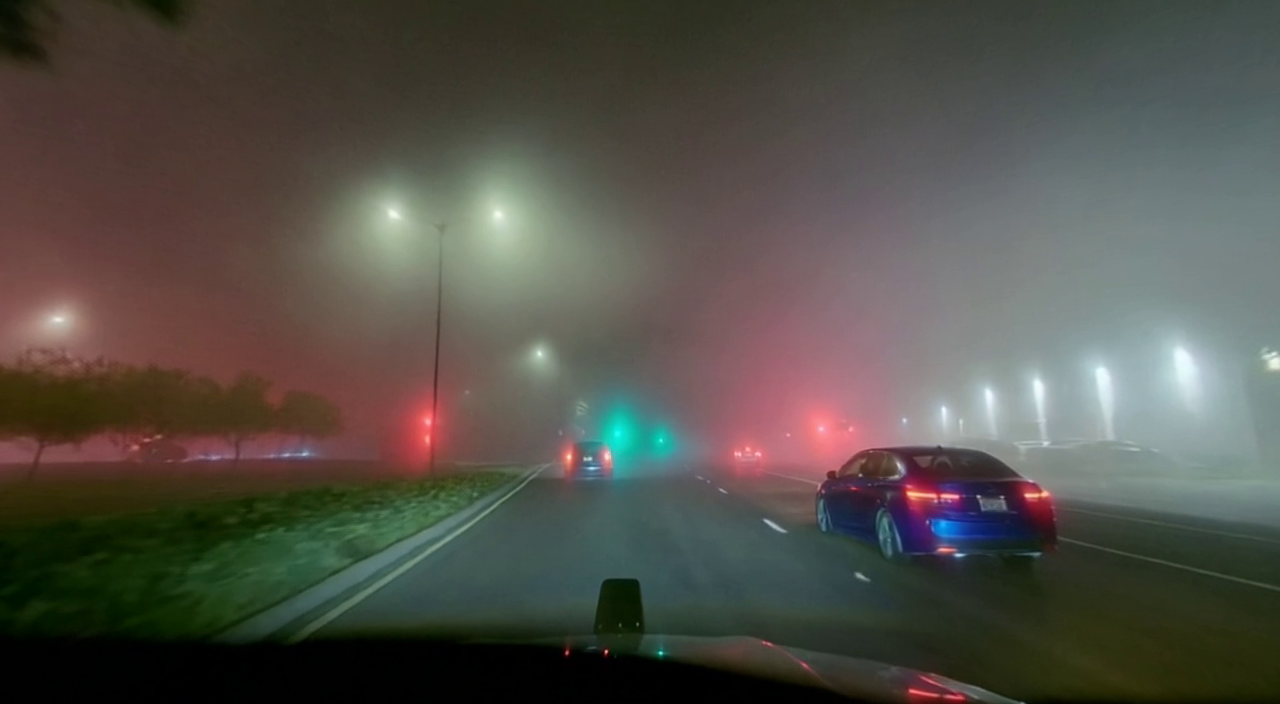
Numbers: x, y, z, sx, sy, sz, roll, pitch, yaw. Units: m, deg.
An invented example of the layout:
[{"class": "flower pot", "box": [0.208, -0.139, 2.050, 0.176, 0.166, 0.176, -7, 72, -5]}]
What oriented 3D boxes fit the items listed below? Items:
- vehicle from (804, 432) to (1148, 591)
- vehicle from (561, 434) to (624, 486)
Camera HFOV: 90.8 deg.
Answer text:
[{"class": "vehicle", "box": [3.627, 1.774, 7.968, 1.918, 1.418, 4.360, 0, -8, 0]}, {"class": "vehicle", "box": [-1.744, 3.921, 23.210, 2.085, 1.693, 4.301, 0, -8, -4]}]
